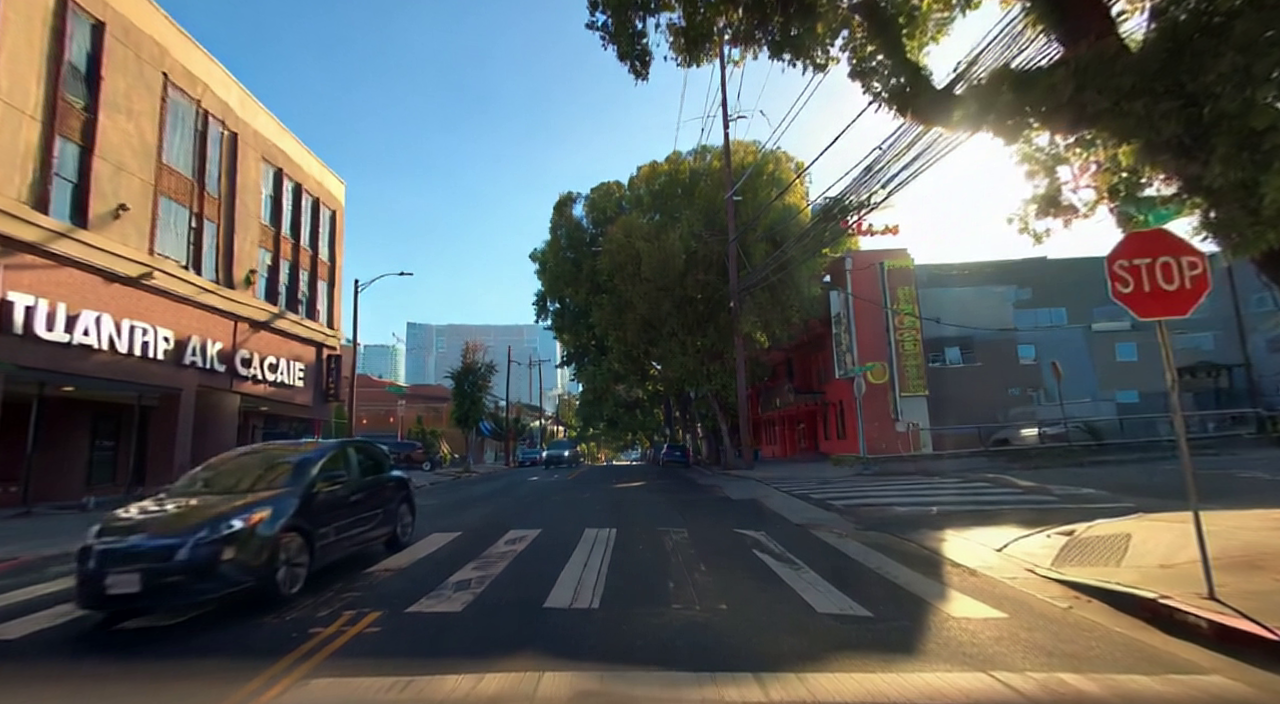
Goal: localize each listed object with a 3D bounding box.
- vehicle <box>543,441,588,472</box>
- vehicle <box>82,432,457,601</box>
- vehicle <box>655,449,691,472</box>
[{"bbox_3d":[-4.899,6.936,42.186,2.495,1.966,4.846,0,-8,-1],"label":"vehicle"},{"bbox_3d":[-4.033,1.832,8.086,2.140,1.512,4.536,0,-8,-1],"label":"vehicle"},{"bbox_3d":[2.102,7.032,41.259,1.877,1.373,3.854,0,-8,-4],"label":"vehicle"}]
